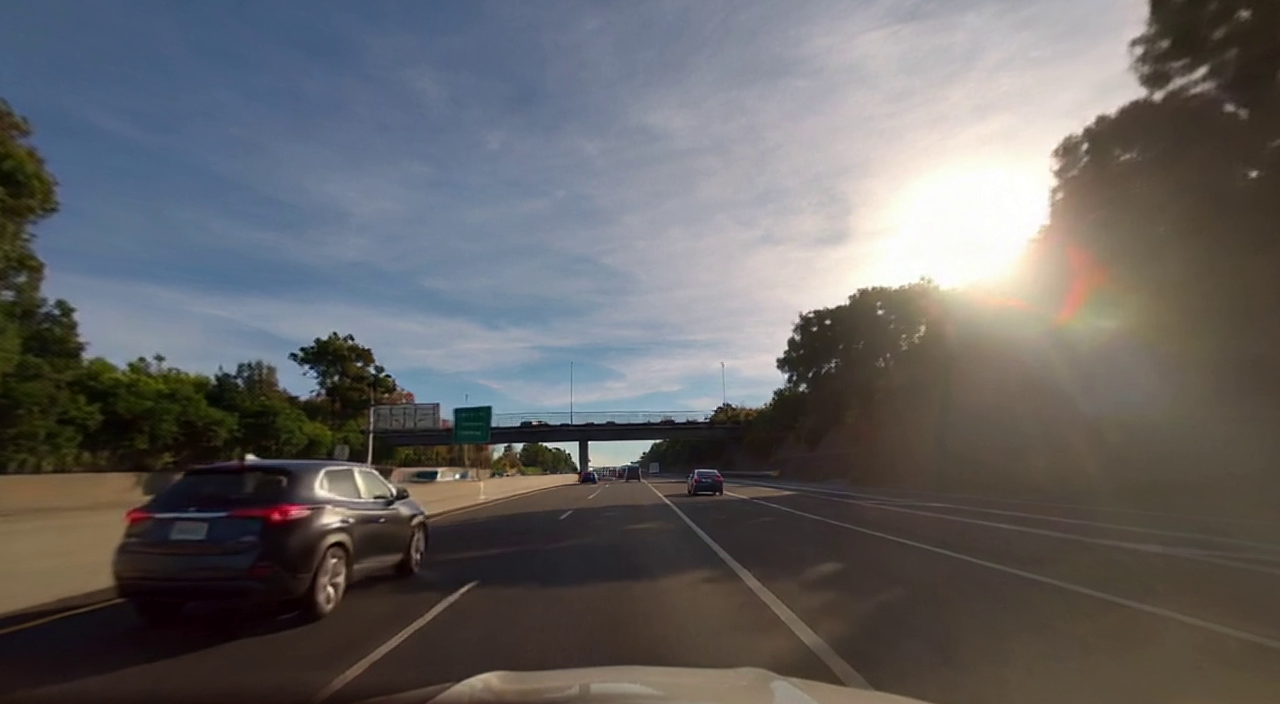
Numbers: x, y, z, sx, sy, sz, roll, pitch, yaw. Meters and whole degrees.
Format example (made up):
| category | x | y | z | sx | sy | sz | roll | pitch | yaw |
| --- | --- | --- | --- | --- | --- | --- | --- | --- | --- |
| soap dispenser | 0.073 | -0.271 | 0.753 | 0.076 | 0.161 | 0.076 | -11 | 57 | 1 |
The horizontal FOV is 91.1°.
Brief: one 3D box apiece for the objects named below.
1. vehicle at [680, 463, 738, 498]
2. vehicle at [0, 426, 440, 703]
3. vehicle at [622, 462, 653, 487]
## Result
| category | x | y | z | sx | sy | sz | roll | pitch | yaw |
| --- | --- | --- | --- | --- | --- | --- | --- | --- | --- |
| vehicle | 3.160 | 6.035 | 29.716 | 2.092 | 1.518 | 4.348 | 1 | -10 | -2 |
| vehicle | -3.297 | 1.467 | 4.834 | 2.099 | 1.516 | 4.308 | 0 | -10 | 0 |
| vehicle | -0.206 | 8.925 | 45.906 | 2.181 | 1.698 | 4.056 | 0 | -10 | -1 |
